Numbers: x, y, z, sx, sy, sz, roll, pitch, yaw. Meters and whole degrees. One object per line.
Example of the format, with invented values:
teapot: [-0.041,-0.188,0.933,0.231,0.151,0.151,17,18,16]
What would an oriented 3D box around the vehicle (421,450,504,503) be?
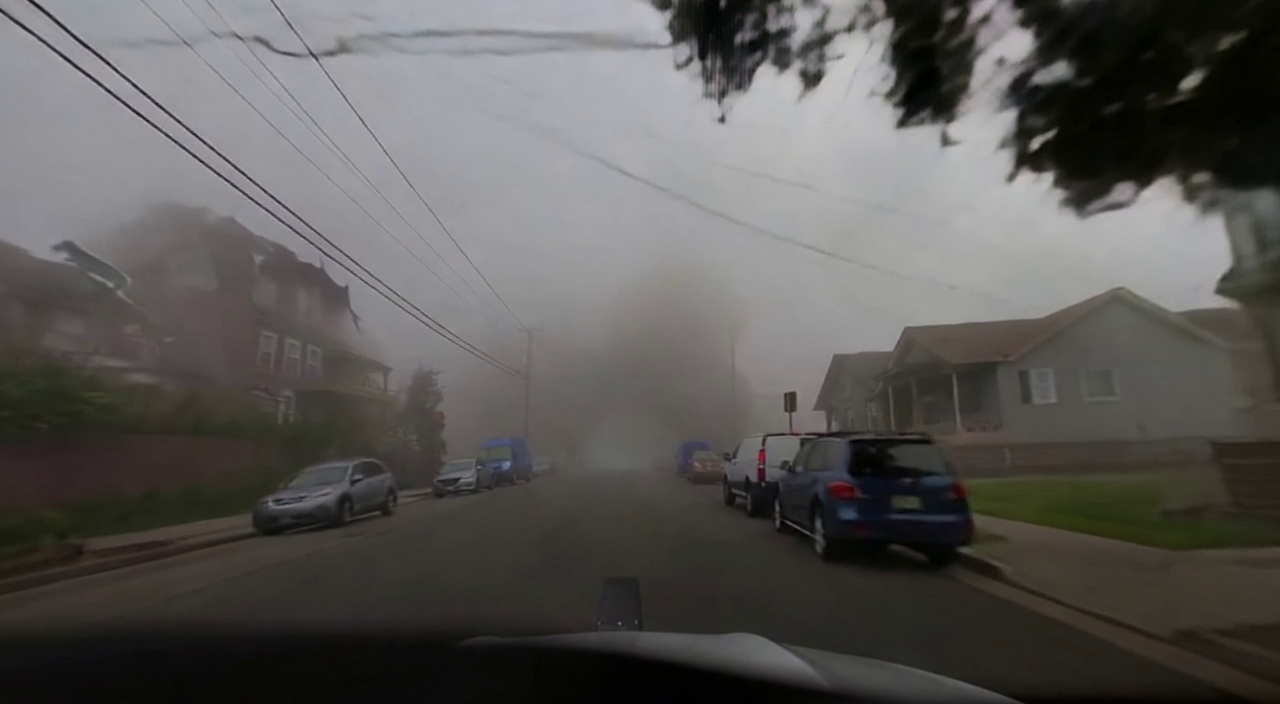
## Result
vehicle: [-7.058,4.958,25.532,2.027,1.563,4.594,-2,-5,0]

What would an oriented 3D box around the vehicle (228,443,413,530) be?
vehicle: [-6.945,2.896,14.311,1.874,1.569,4.318,1,-8,1]

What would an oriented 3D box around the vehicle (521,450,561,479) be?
vehicle: [-7.061,8.037,45.333,2.057,1.632,4.730,1,-6,0]

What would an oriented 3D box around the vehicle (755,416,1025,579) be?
vehicle: [3.183,1.958,9.284,2.013,1.775,4.570,0,-9,-1]

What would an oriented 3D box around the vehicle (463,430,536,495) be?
vehicle: [-7.122,5.583,32.602,2.508,2.712,5.809,0,-4,-1]
